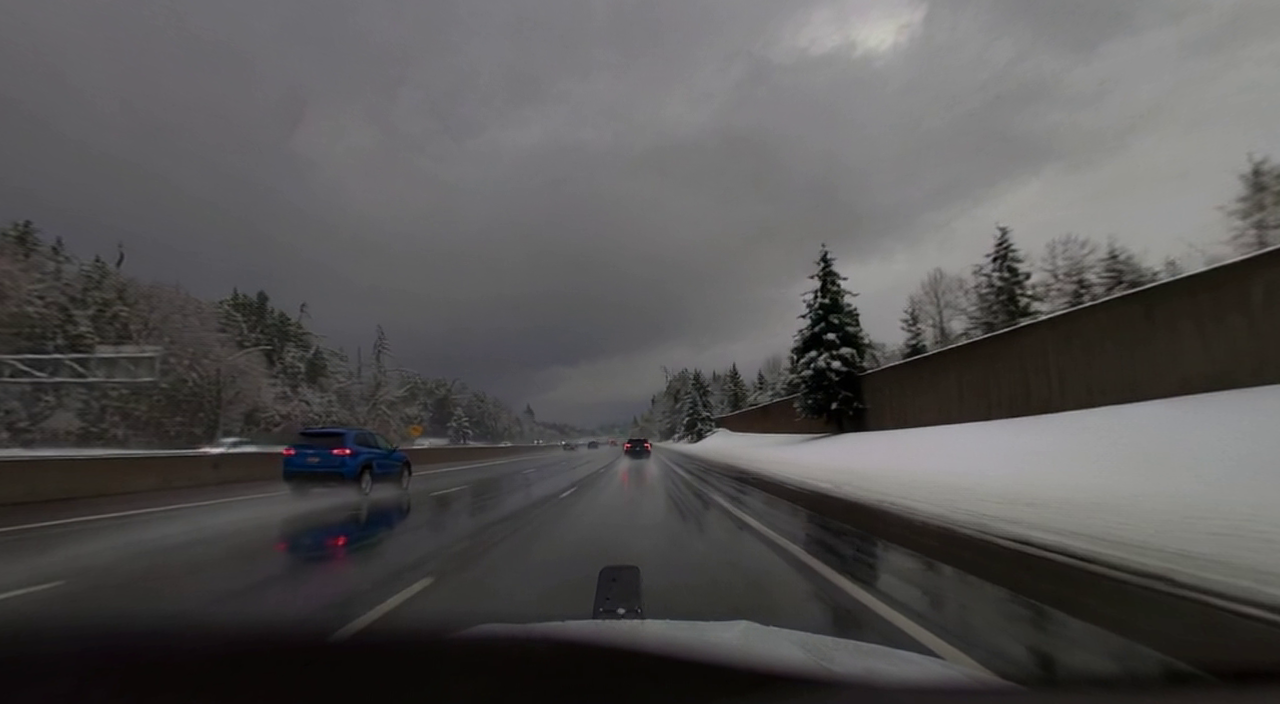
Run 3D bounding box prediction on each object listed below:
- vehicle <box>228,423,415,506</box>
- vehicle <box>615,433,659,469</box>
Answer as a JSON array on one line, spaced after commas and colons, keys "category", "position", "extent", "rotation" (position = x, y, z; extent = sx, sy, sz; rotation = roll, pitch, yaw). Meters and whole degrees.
[{"category": "vehicle", "position": [-7.451, 2.675, 15.396], "extent": [2.166, 1.705, 4.433], "rotation": [0, -9, 1]}, {"category": "vehicle", "position": [-0.126, 5.122, 32.608], "extent": [2.141, 1.706, 4.065], "rotation": [0, -9, 1]}]
